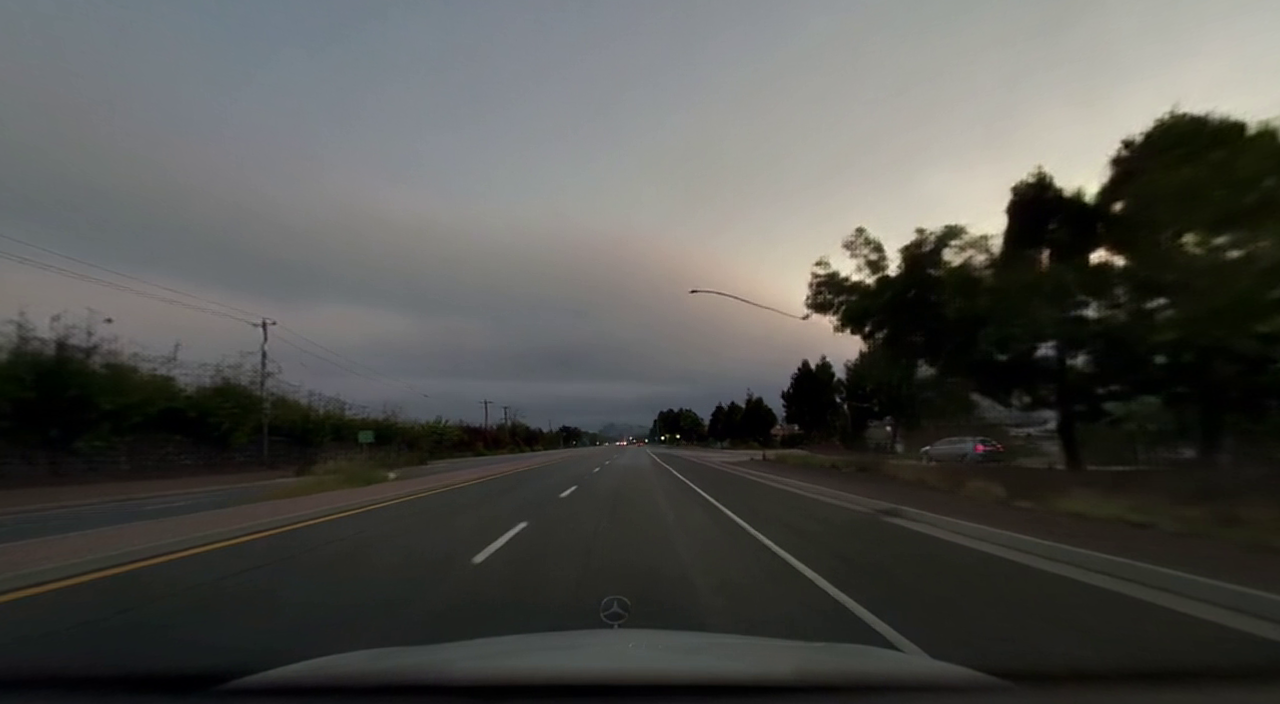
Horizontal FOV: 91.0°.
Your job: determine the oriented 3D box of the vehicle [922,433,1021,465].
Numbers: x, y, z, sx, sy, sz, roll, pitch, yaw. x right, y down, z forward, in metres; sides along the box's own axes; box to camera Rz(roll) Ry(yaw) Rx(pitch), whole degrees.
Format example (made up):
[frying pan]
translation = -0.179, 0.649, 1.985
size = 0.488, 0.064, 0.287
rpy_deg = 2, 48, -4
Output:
[vehicle]
translation = 21.265, 6.231, 40.672
size = 2.328, 1.916, 5.227
rpy_deg = 3, -9, -23
